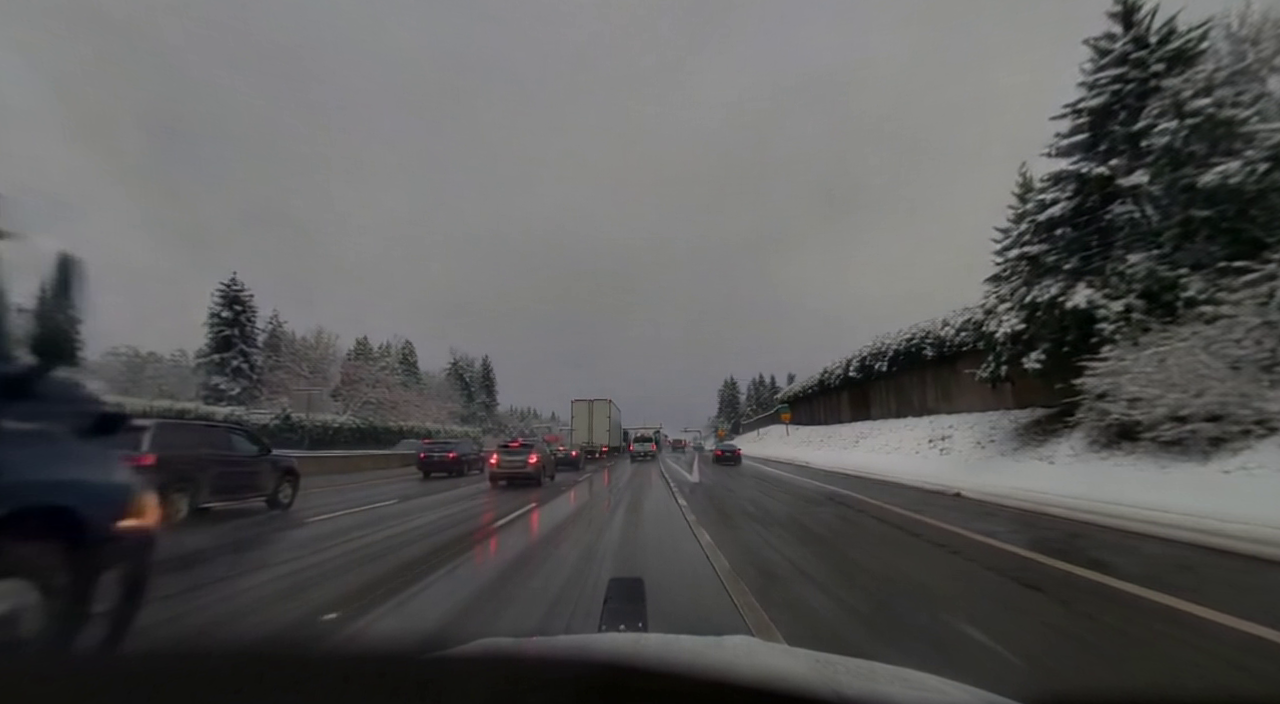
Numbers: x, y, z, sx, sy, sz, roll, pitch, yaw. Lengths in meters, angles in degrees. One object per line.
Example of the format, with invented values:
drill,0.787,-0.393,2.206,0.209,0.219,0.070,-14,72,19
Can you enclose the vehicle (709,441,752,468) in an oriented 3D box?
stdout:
vehicle,5.303,6.029,37.392,2.176,1.493,3.955,0,-8,3

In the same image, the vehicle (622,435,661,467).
vehicle,0.113,6.213,39.743,2.325,1.864,4.128,0,-8,1

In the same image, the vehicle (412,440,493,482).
vehicle,-7.566,4.416,25.856,1.967,1.555,4.161,0,-8,1

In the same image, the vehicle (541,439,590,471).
vehicle,-4.032,5.621,34.643,2.124,1.627,3.863,0,-8,1

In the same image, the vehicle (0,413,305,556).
vehicle,-7.661,1.989,10.227,2.011,1.789,4.352,0,-8,0

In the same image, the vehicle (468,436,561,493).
vehicle,-3.815,3.494,20.011,1.866,1.568,4.603,0,-8,2
